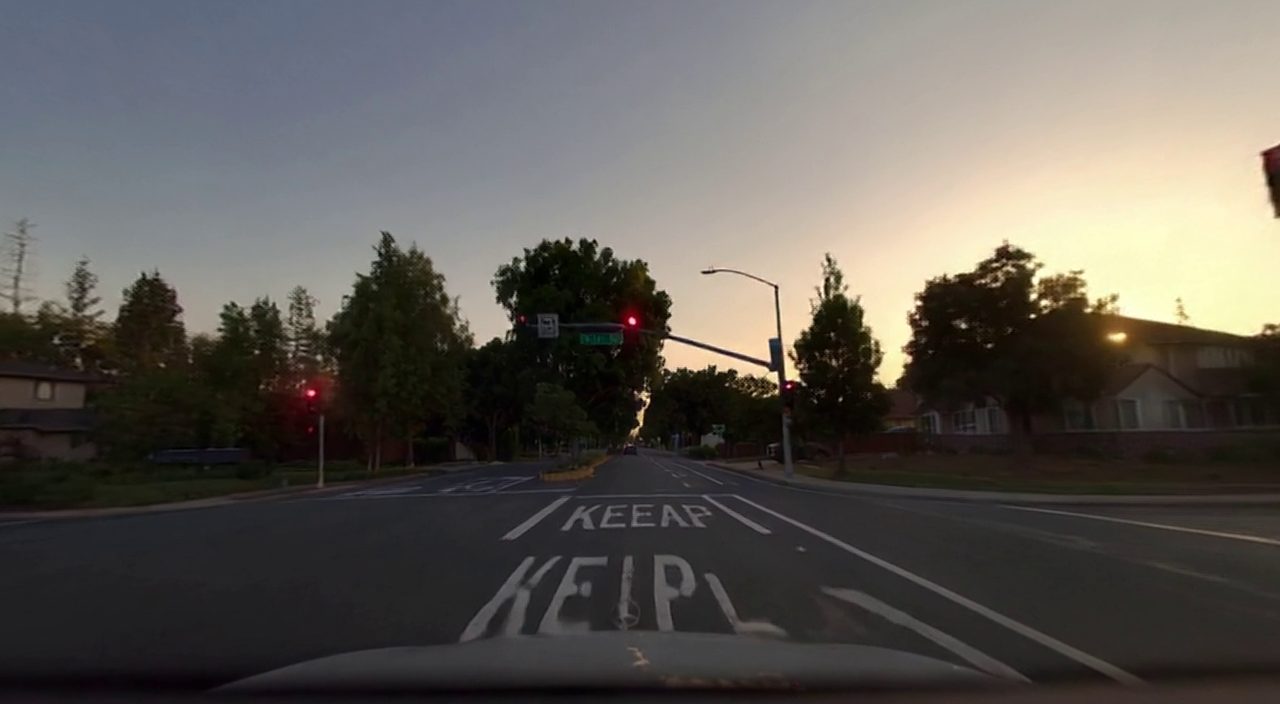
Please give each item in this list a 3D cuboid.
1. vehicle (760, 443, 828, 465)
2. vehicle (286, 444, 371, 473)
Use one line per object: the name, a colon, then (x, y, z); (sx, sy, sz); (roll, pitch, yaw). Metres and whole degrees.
vehicle: (10.939, 7.290, 45.059); (4.261, 1.486, 2.023); (0, -9, -1)
vehicle: (-18.783, 6.442, 38.268); (4.115, 1.699, 1.848); (0, -8, -1)
